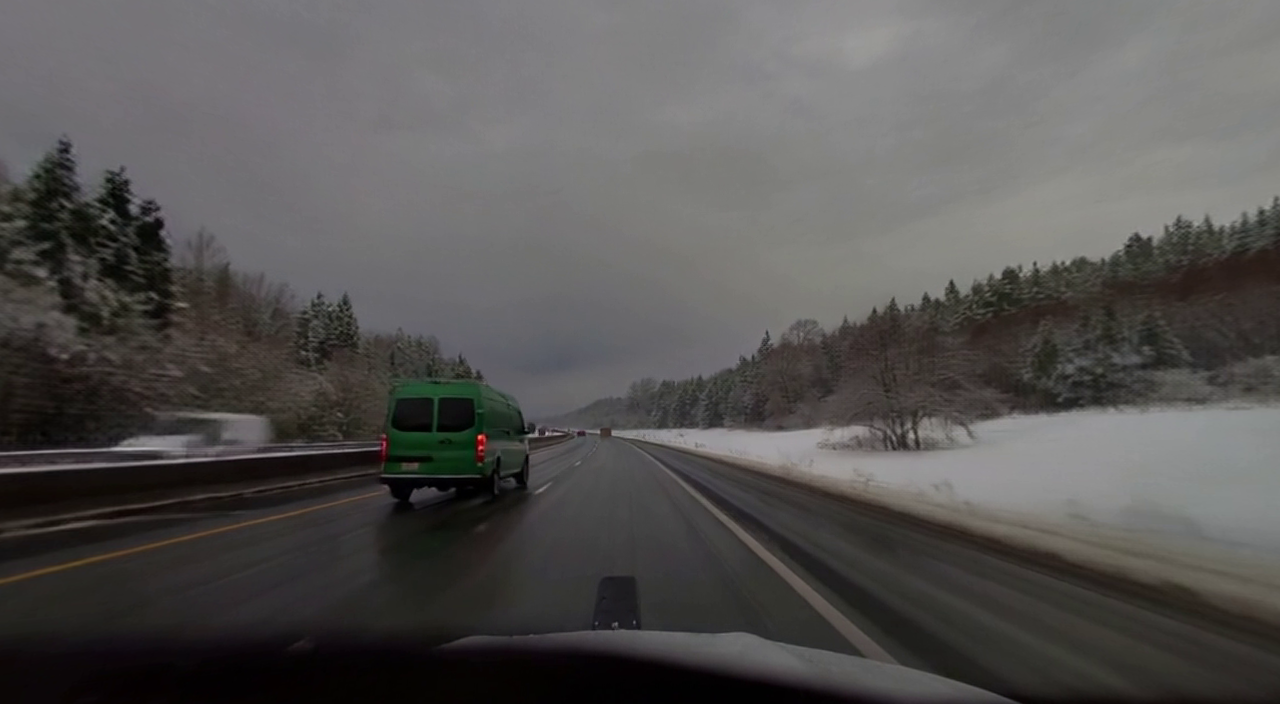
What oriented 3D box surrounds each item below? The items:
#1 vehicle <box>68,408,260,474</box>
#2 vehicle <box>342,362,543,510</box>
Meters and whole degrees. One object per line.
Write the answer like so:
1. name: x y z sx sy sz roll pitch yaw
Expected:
1. vehicle: -14.595 2.787 19.813 2.085 1.796 5.128 0 -8 -1
2. vehicle: -3.792 1.789 13.517 2.561 2.509 5.465 0 -8 -1
